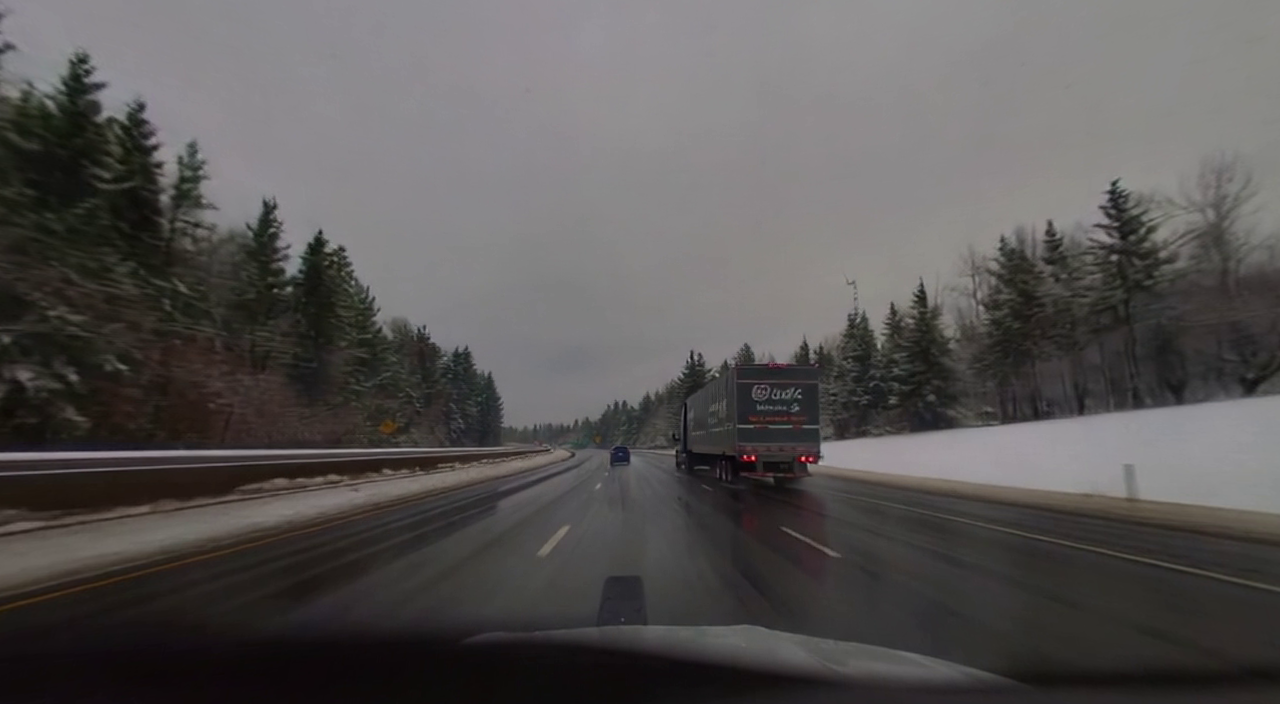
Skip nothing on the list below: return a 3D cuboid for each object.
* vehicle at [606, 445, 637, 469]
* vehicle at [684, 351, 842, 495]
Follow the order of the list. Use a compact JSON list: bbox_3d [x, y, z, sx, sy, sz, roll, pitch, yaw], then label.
[{"bbox_3d":[-1.183,6.856,41.219,1.913,1.460,3.610,0,-9,-1],"label":"vehicle"},{"bbox_3d":[3.899,3.021,24.632,2.951,4.012,14.203,0,-9,-2],"label":"vehicle"}]
